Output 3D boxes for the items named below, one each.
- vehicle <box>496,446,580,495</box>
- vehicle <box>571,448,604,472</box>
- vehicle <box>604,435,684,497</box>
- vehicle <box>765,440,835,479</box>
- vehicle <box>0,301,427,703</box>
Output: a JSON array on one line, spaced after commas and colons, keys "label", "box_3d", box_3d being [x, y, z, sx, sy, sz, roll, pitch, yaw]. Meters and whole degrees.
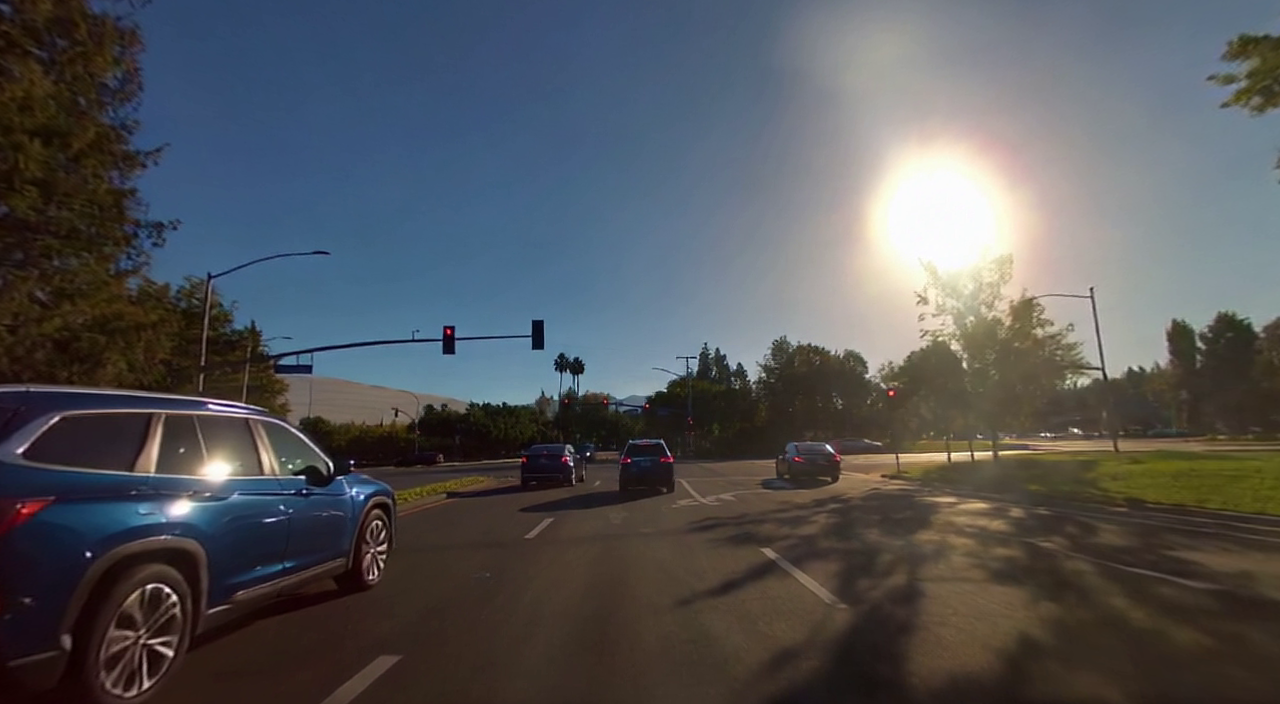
[{"label": "vehicle", "box_3d": [-3.432, 4.072, 22.280, 2.061, 1.504, 5.142, 0, -8, 1]}, {"label": "vehicle", "box_3d": [-3.533, 7.404, 43.392, 2.004, 1.484, 4.480, 0, -8, -2]}, {"label": "vehicle", "box_3d": [0.115, 3.587, 20.253, 2.298, 1.770, 4.138, 0, -8, 0]}, {"label": "vehicle", "box_3d": [7.951, 5.370, 31.842, 2.166, 1.761, 4.692, 0, -8, -1]}, {"label": "vehicle", "box_3d": [-3.456, 1.016, 4.030, 2.320, 1.863, 5.148, 0, -8, 1]}]
